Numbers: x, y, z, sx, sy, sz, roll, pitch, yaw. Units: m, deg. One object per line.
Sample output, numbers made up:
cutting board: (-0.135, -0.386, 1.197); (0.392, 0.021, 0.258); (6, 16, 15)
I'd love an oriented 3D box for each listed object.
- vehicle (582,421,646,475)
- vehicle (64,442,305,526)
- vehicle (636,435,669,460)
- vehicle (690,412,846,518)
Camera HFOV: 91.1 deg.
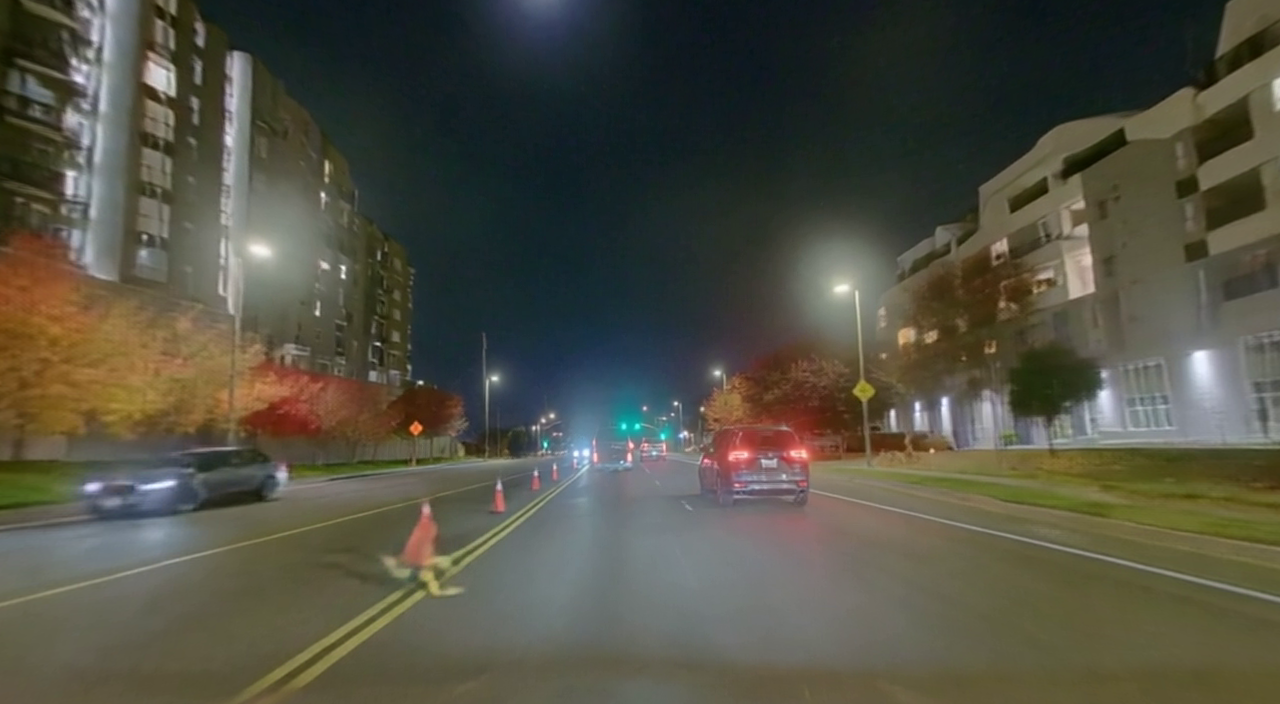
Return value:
vehicle: (-1.243, 4.632, 30.475); (2.762, 2.309, 6.723); (0, -8, -2)
vehicle: (-9.515, 2.745, 13.694); (1.997, 1.512, 4.322); (0, -8, 0)
vehicle: (0.895, 7.555, 49.600); (2.187, 1.835, 5.471); (0, -8, -3)
vehicle: (2.444, 2.369, 13.744); (2.120, 1.828, 5.531); (0, -8, -2)
